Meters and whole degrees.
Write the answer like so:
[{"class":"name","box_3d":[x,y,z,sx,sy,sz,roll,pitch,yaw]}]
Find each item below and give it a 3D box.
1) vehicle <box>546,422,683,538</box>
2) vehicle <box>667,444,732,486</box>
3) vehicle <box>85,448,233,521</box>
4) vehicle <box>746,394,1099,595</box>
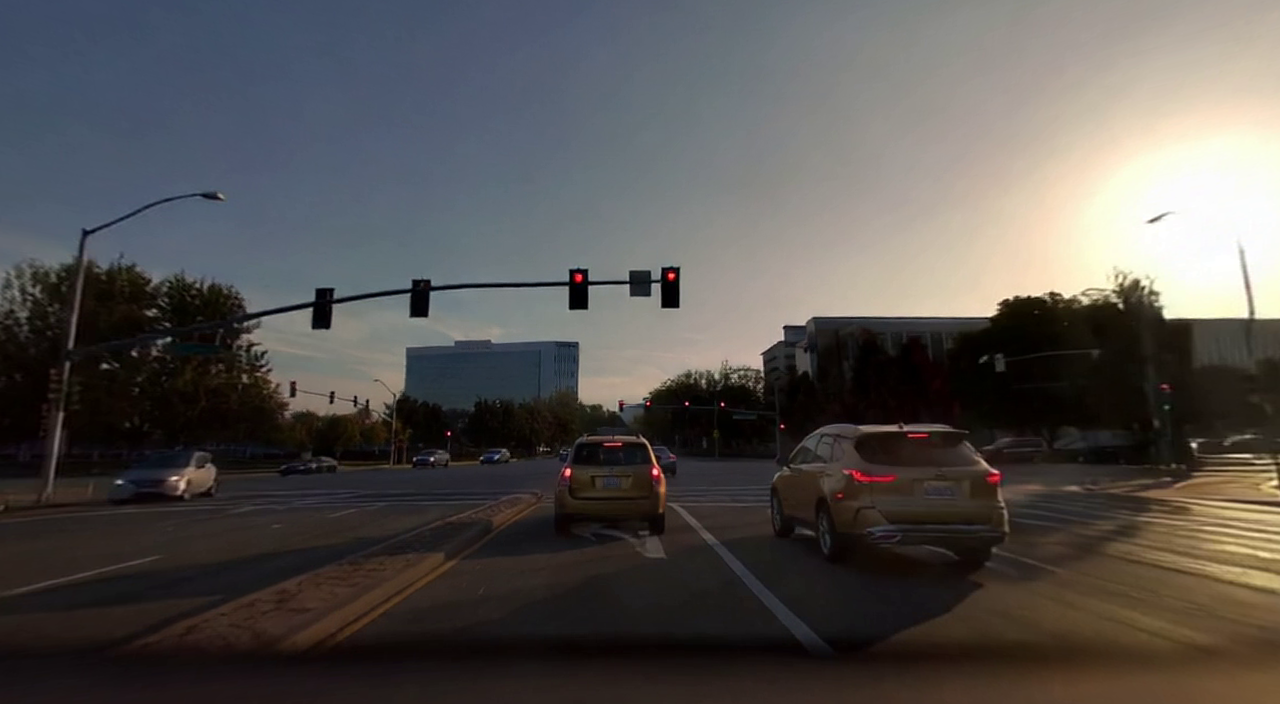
[{"class":"vehicle","box_3d":[-0.445,2.213,11.527,2.039,1.698,4.144,0,-8,-2]},{"class":"vehicle","box_3d":[2.213,4.331,24.545,1.900,1.459,4.260,0,-8,-3]},{"class":"vehicle","box_3d":[-13.690,3.698,18.388,2.060,1.771,4.802,3,-9,-21]},{"class":"vehicle","box_3d":[2.944,1.608,7.974,2.228,1.798,4.370,0,-8,-3]}]
